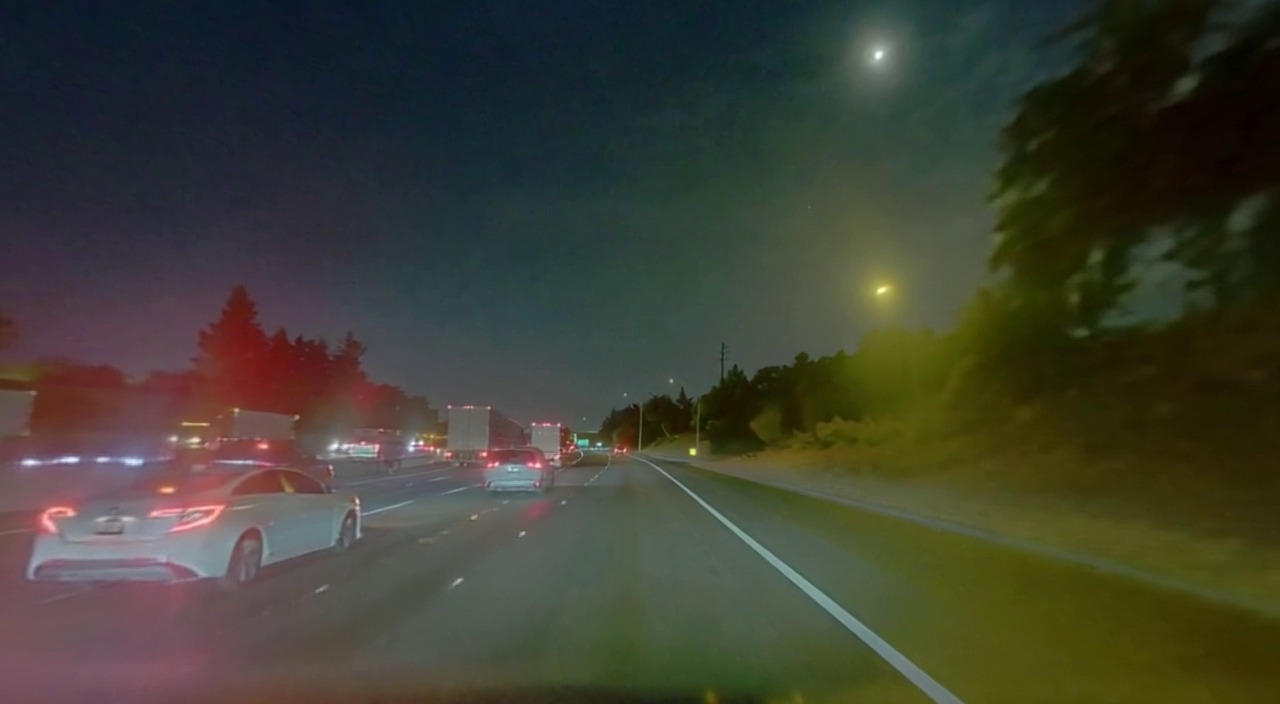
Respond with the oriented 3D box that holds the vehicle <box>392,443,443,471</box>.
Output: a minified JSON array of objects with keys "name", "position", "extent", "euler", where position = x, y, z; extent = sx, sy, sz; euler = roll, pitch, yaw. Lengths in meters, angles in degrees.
[{"name":"vehicle","position":[-15.332,7.218,43.833],"extent":[2.069,1.789,4.768],"euler":[0,-9,-4]}]

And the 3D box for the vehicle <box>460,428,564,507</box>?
[{"name":"vehicle","position":[-3.282,3.068,17.365],"extent":[2.093,1.785,5.303],"euler":[0,-9,-4]}]

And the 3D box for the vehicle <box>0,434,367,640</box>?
[{"name":"vehicle","position":[-4.874,1.670,6.858],"extent":[1.932,1.445,4.625],"euler":[0,-9,-2]}]
